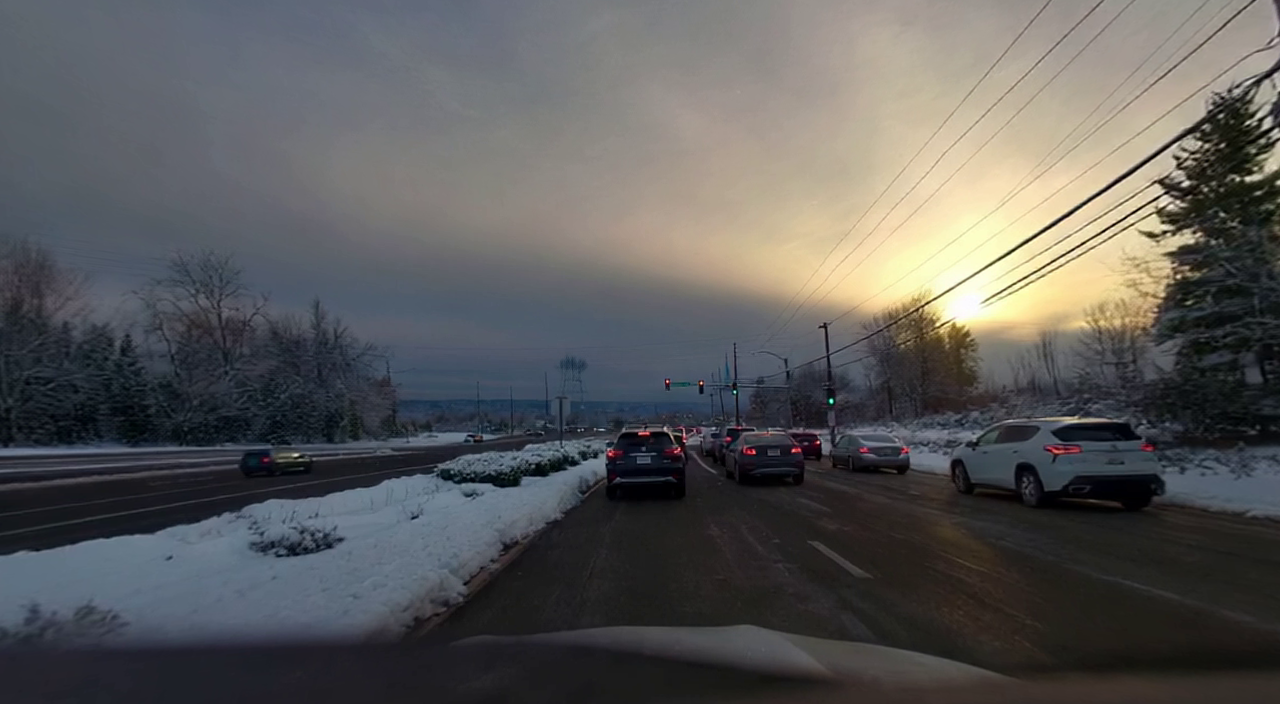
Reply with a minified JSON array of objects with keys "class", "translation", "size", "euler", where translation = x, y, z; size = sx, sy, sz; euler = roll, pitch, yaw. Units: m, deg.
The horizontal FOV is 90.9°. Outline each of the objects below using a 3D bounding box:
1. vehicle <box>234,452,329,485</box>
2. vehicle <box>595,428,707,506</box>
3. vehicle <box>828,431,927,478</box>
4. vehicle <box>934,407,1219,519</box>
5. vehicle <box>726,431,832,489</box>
[{"class":"vehicle","translation":[-17.349,5.632,30.777],"size":[1.986,1.404,4.177],"euler":[-1,-8,4]},{"class":"vehicle","translation":[0.244,2.597,14.660],"size":[2.208,1.498,4.401],"euler":[0,-8,1]},{"class":"vehicle","translation":[8.181,3.580,22.235],"size":[1.905,1.483,4.469],"euler":[-1,-8,2]},{"class":"vehicle","translation":[8.306,2.186,12.856],"size":[2.195,1.802,5.051],"euler":[0,-8,1]},{"class":"vehicle","translation":[3.826,3.068,18.232],"size":[2.028,1.454,4.531],"euler":[0,-8,0]}]
